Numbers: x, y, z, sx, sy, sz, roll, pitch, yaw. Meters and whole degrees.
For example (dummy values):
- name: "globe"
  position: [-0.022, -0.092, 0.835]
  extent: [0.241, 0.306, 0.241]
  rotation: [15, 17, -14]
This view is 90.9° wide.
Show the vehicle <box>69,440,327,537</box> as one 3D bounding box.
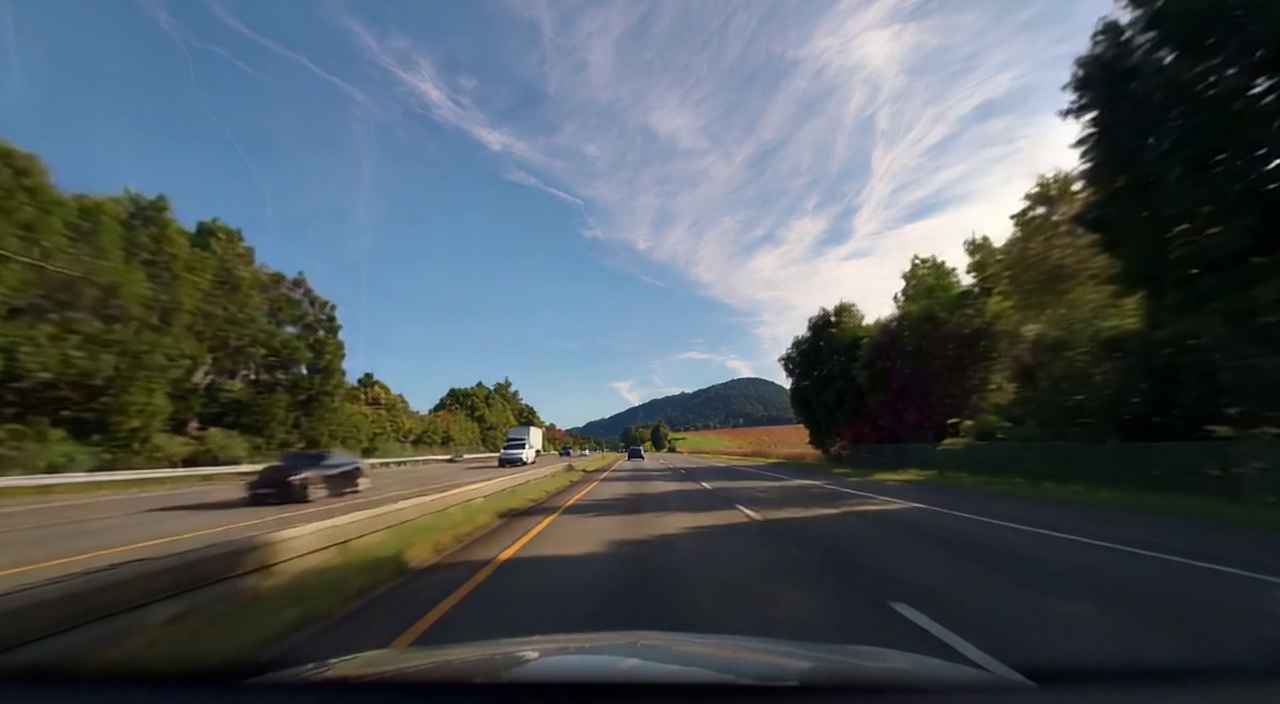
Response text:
- name: "vehicle"
  position: [-8.041, 2.485, 12.088]
  extent: [1.895, 1.477, 4.183]
  rotation: [-1, -9, 0]

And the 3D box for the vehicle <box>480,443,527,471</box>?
- name: "vehicle"
  position: [-8.926, 6.889, 41.534]
  extent: [2.167, 1.729, 4.445]
  rotation: [-1, -9, 0]
